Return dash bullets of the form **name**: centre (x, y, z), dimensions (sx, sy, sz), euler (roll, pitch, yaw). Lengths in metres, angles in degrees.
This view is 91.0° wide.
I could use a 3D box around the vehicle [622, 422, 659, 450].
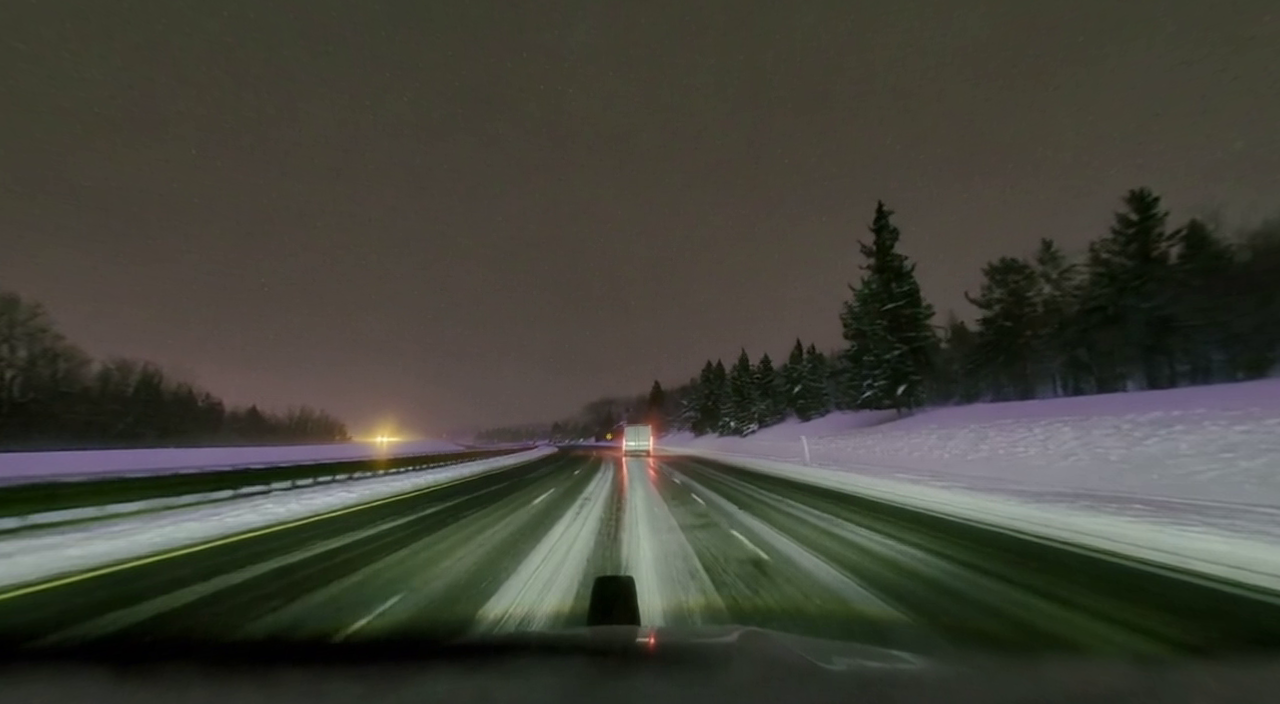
- **vehicle**: centre (-0.027, 5.460, 40.749), dimensions (2.157, 1.647, 4.524), euler (0, -8, -3)
